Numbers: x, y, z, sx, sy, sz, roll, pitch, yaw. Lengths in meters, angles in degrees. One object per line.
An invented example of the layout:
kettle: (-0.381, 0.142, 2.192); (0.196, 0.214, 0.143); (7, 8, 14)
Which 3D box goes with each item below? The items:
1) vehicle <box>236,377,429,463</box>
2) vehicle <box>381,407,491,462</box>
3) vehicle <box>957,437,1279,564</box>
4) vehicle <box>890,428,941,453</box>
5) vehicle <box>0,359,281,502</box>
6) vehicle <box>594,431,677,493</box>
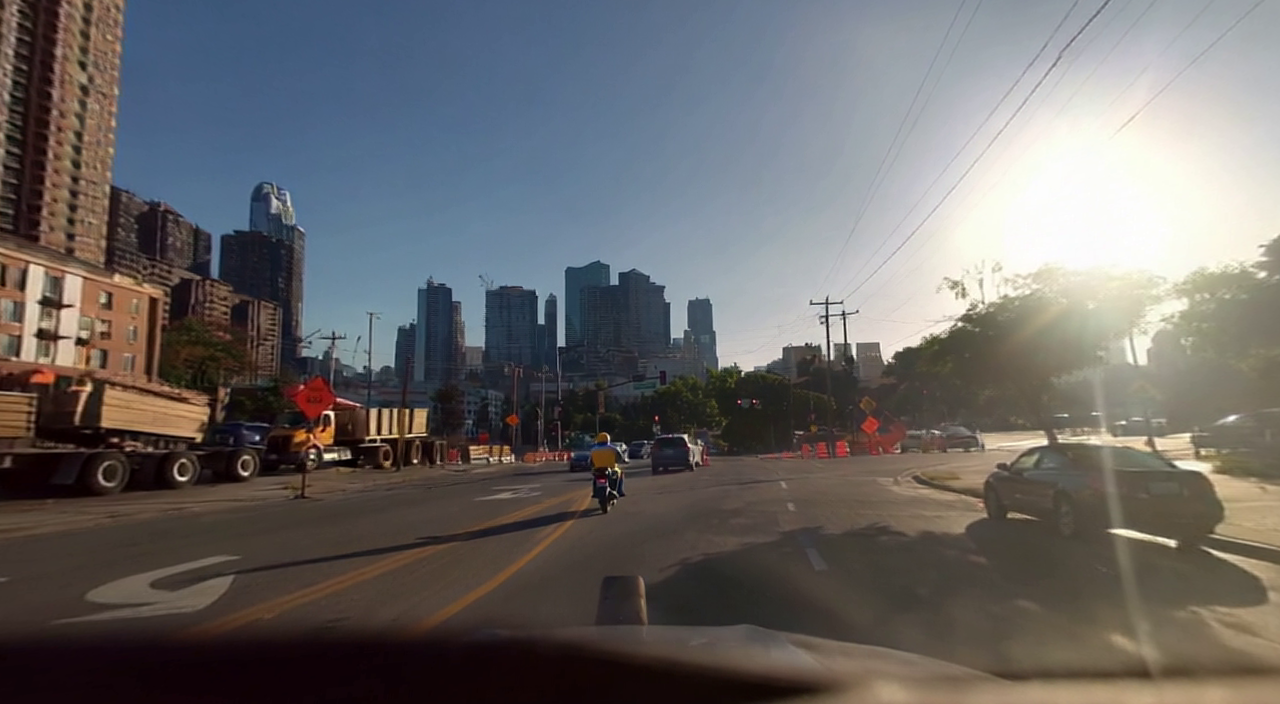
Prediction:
vehicle: (-13.702, 3.392, 29.720); (2.996, 3.170, 10.153); (-5, -9, 7)
vehicle: (-12.734, 5.170, 40.956); (2.970, 2.938, 11.622); (-3, -6, 2)
vehicle: (6.869, 2.077, 9.732); (1.973, 1.457, 4.522); (-1, -8, 6)
vehicle: (20.240, 6.580, 46.630); (1.918, 1.732, 4.650); (-1, -8, 5)
vehicle: (-15.013, 2.385, 18.500); (2.990, 3.144, 9.080); (-1, -8, 5)
vehicle: (-0.008, 3.164, 18.527); (1.925, 1.602, 4.090); (-1, -8, 7)
